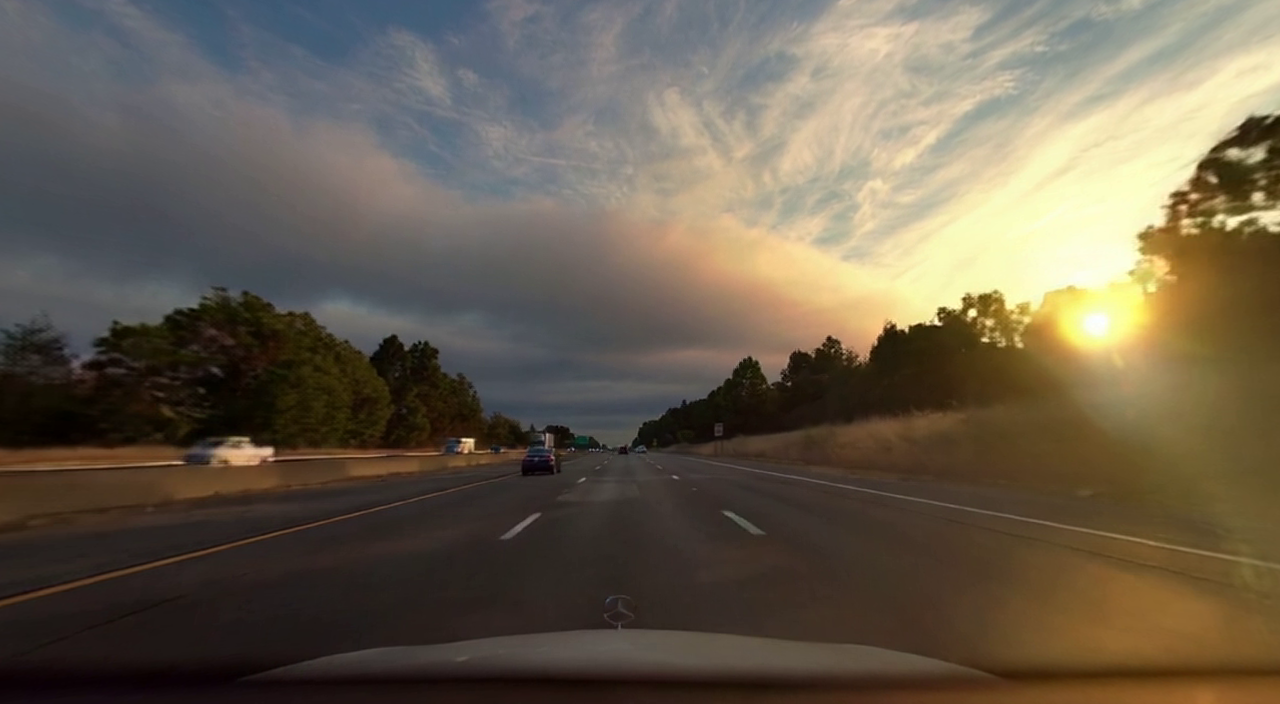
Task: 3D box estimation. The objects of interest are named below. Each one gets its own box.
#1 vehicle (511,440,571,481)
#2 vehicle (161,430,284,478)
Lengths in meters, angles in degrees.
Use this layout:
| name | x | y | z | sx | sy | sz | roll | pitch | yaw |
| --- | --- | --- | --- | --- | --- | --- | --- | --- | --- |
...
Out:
| name | x | y | z | sx | sy | sz | roll | pitch | yaw |
| --- | --- | --- | --- | --- | --- | --- | --- | --- | --- |
| vehicle | -4.495 | 5.005 | 29.325 | 2.111 | 1.717 | 4.426 | 0 | -9 | -1 |
| vehicle | -17.408 | 4.293 | 26.556 | 1.952 | 1.807 | 4.846 | 0 | -9 | -2 |
